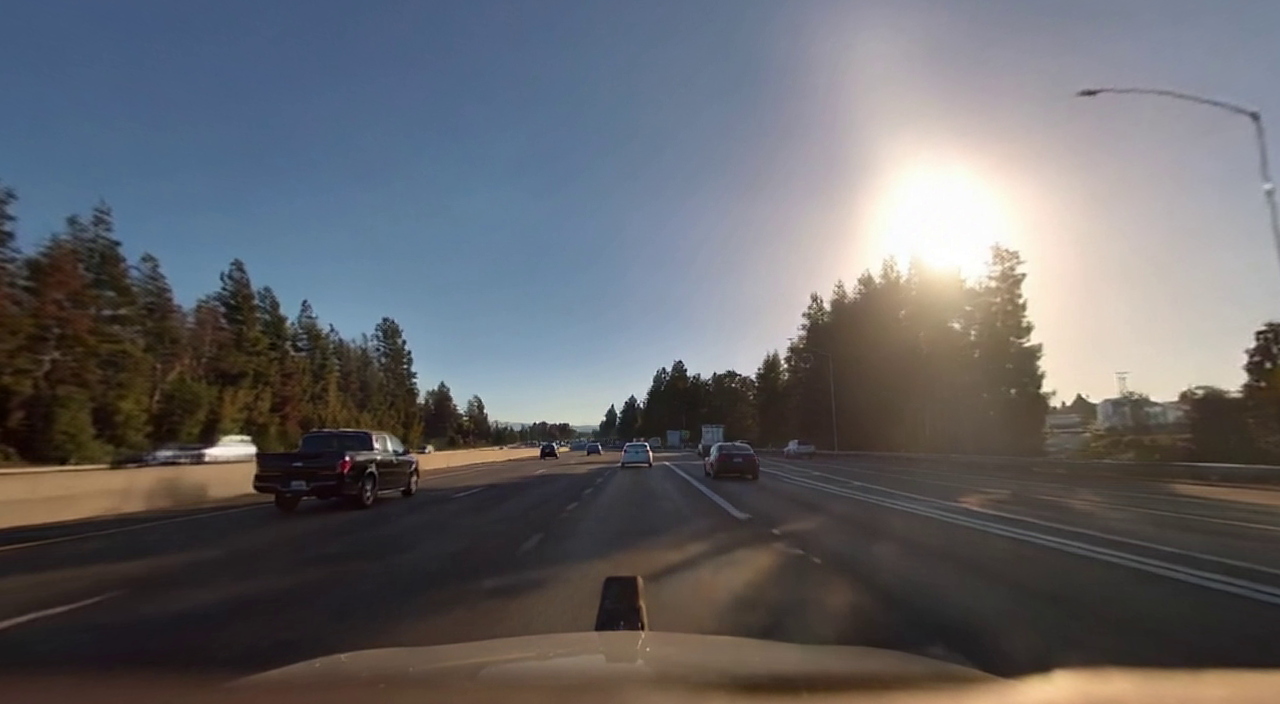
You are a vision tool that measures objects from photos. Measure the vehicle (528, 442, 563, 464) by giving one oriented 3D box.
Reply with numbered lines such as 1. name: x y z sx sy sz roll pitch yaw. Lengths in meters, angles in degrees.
1. vehicle: -6.804 7.281 45.854 1.920 1.482 4.385 0 -8 0

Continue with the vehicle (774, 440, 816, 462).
1. vehicle: 11.219 7.188 46.068 2.105 1.481 4.117 0 -8 1

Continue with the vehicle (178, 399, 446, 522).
1. vehicle: -6.336 2.219 13.508 2.444 2.012 6.122 0 -8 0

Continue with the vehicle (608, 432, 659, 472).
1. vehicle: -0.300 4.916 31.251 2.323 1.805 4.729 0 -8 0

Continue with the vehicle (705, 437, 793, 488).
1. vehicle: 3.420 3.553 20.691 2.011 1.462 4.286 0 -8 -1
